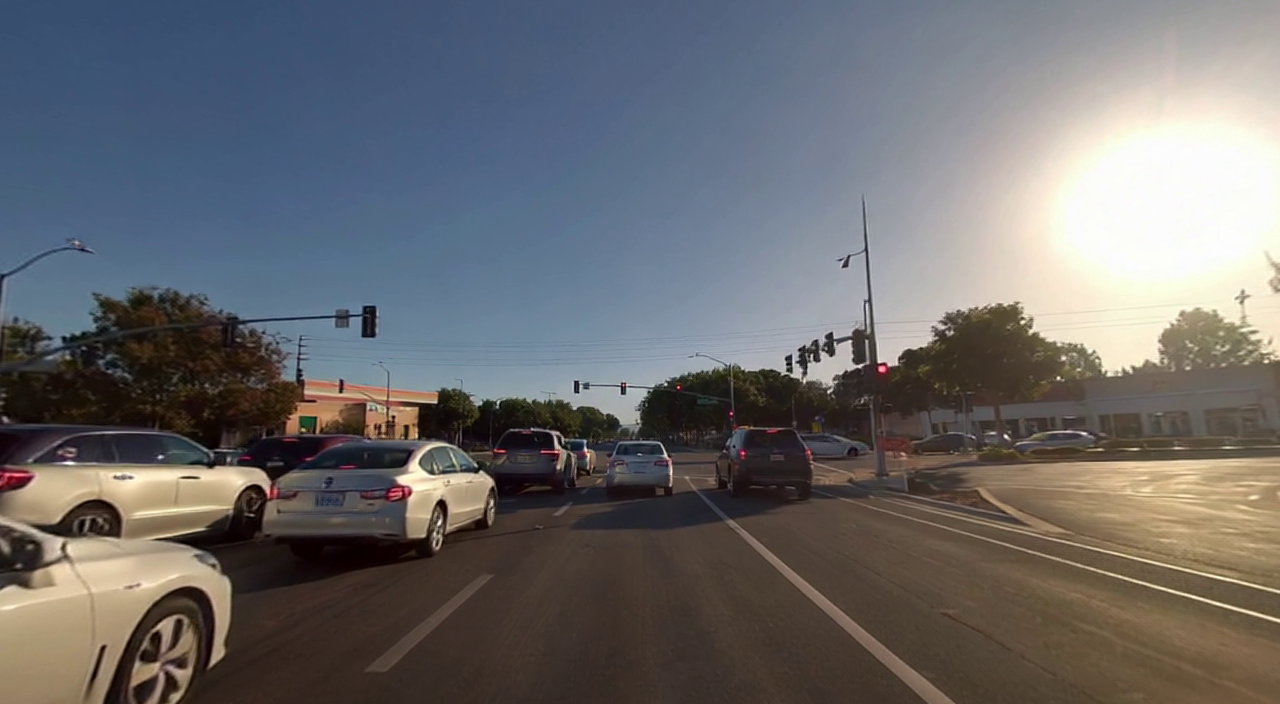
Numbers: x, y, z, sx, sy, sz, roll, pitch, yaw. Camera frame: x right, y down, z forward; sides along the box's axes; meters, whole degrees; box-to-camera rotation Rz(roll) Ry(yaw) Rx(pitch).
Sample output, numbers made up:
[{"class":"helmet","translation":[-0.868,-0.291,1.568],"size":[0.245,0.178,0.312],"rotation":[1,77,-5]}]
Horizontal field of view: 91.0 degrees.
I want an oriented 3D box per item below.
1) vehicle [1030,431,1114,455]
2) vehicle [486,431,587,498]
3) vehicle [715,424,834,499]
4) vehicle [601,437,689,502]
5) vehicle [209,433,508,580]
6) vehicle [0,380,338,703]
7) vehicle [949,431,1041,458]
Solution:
[{"class":"vehicle","translation":[30.582,6.473,44.681],"size":[4.432,1.680,1.932],"rotation":[0,-9,2]},{"class":"vehicle","translation":[-2.823,3.197,18.182],"size":[2.072,1.694,4.070],"rotation":[0,-9,2]},{"class":"vehicle","translation":[3.352,2.856,16.689],"size":[2.076,1.691,4.402],"rotation":[0,-9,-2]},{"class":"vehicle","translation":[0.142,3.037,16.655],"size":[2.032,1.499,3.994],"rotation":[0,-9,1]},{"class":"vehicle","translation":[-3.331,1.911,8.633],"size":[2.014,1.472,4.357],"rotation":[0,-9,1]},{"class":"vehicle","translation":[-3.077,0.786,1.471],"size":[2.249,1.517,4.951],"rotation":[0,-9,1]},{"class":"vehicle","translation":[23.336,6.097,41.496],"size":[4.781,1.700,1.986],"rotation":[0,-9,1]}]
